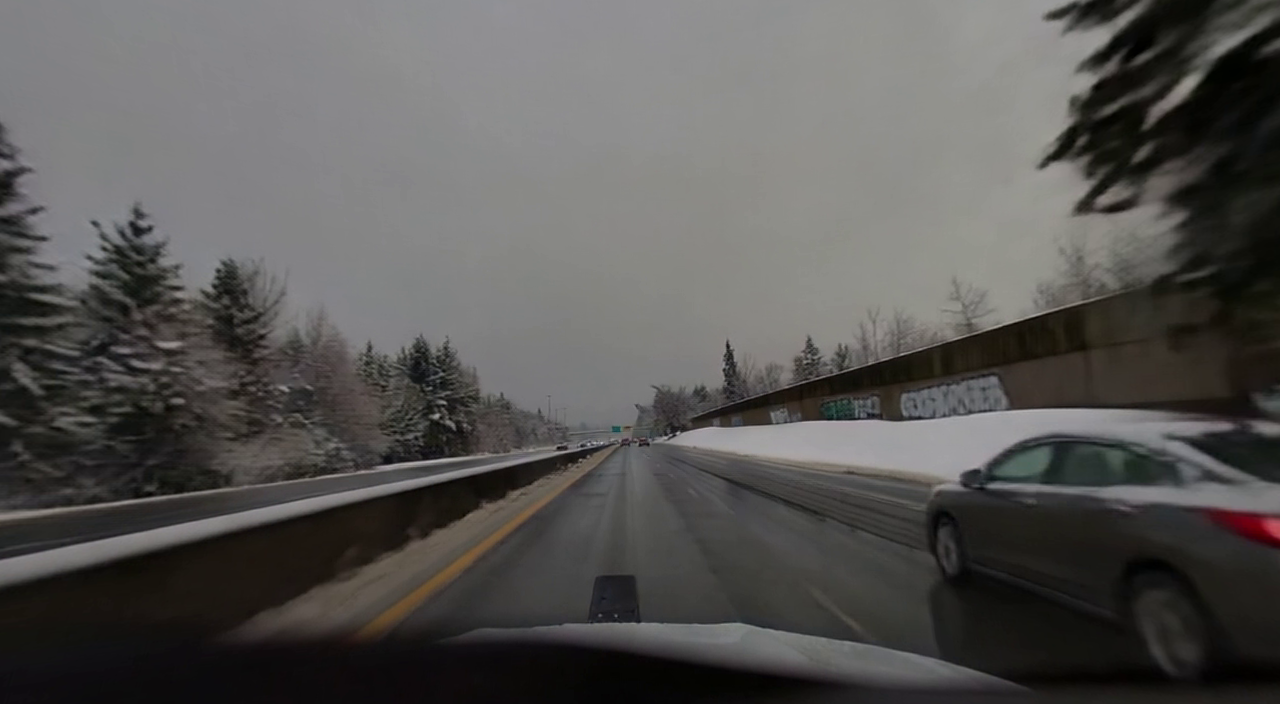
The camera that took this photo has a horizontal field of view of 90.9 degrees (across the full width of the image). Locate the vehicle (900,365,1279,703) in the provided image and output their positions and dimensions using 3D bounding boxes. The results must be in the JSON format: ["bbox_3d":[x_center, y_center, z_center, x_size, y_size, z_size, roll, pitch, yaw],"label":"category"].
[{"bbox_3d":[3.477,1.060,4.212,1.841,1.556,3.618,0,-8,-1],"label":"vehicle"}]
